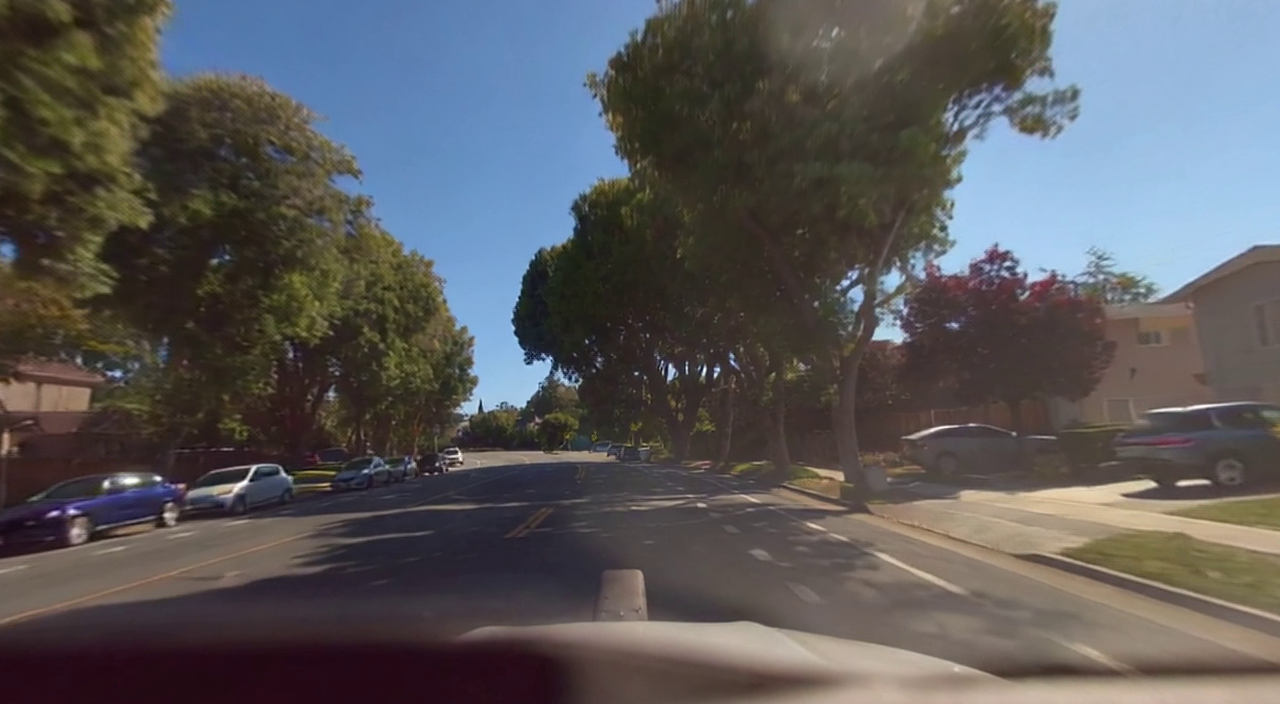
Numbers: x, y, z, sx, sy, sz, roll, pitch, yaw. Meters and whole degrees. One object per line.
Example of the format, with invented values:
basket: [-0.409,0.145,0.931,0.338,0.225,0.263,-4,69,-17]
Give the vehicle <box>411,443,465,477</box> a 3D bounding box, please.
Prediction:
vehicle: [-12.916,6.905,40.725,2.190,1.789,5.477,-4,-7,-6]

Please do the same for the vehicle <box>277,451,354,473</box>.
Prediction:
vehicle: [-23.109,7.851,45.059,4.435,1.472,1.870,0,-8,0]

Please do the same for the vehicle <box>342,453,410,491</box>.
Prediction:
vehicle: [-11.907,5.394,28.761,1.750,1.471,3.960,2,-8,-7]

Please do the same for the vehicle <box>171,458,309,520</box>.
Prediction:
vehicle: [-11.218,3.822,18.013,1.586,1.433,3.485,1,-8,0]

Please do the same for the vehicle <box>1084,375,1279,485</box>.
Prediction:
vehicle: [12.604,1.561,12.517,5.437,1.931,2.837,0,-8,1]

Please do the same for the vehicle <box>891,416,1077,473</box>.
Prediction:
vehicle: [10.991,2.998,20.475,4.760,1.738,2.052,0,-8,0]

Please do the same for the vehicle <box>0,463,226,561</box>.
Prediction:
vehicle: [-10.974,3.096,12.970,1.922,1.496,4.598,0,-8,-2]
